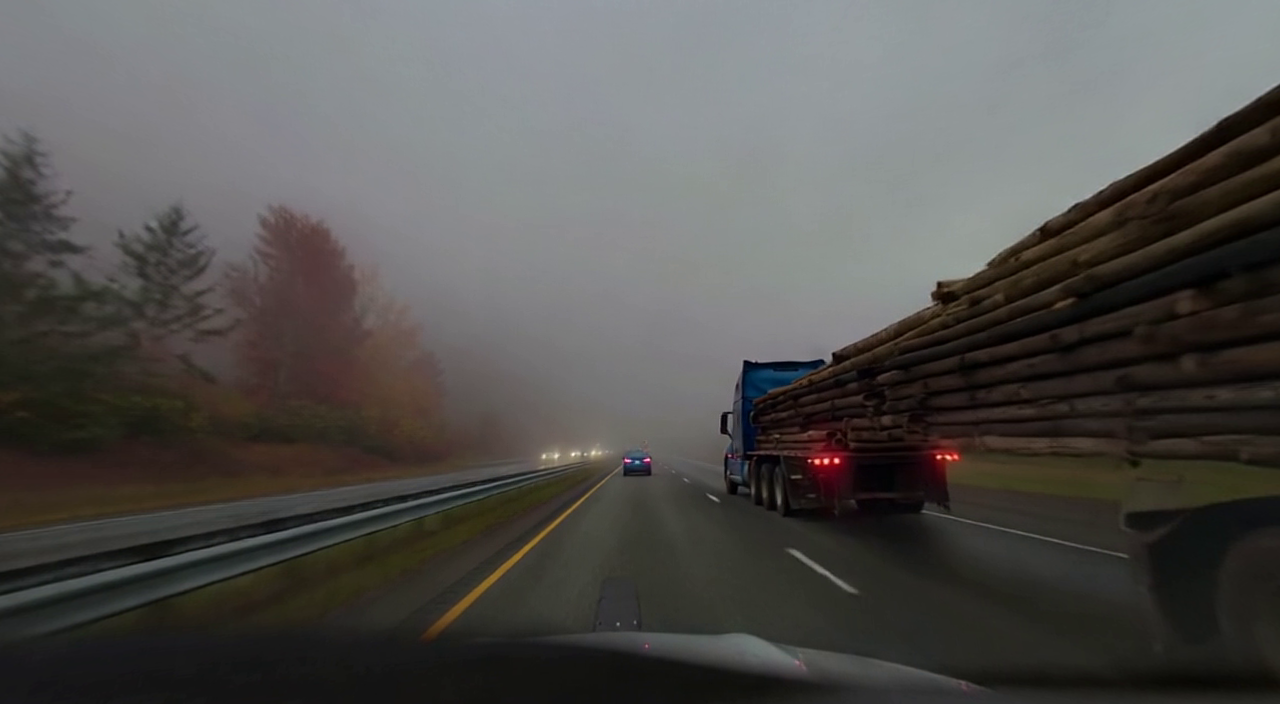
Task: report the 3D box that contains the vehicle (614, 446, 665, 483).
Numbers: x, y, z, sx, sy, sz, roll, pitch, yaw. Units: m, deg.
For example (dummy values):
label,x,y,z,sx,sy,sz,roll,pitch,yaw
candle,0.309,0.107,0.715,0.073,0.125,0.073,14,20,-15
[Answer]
label,x,y,z,sx,sy,sz,roll,pitch,yaw
vehicle,-0.029,4.965,28.005,2.099,1.506,4.097,0,-9,0

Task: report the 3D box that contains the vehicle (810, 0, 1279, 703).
label,x,y,z,sx,sy,sz,roll,pitch,yaw
vehicle,3.986,0.062,4.467,3.004,3.923,8.363,0,-9,-1
